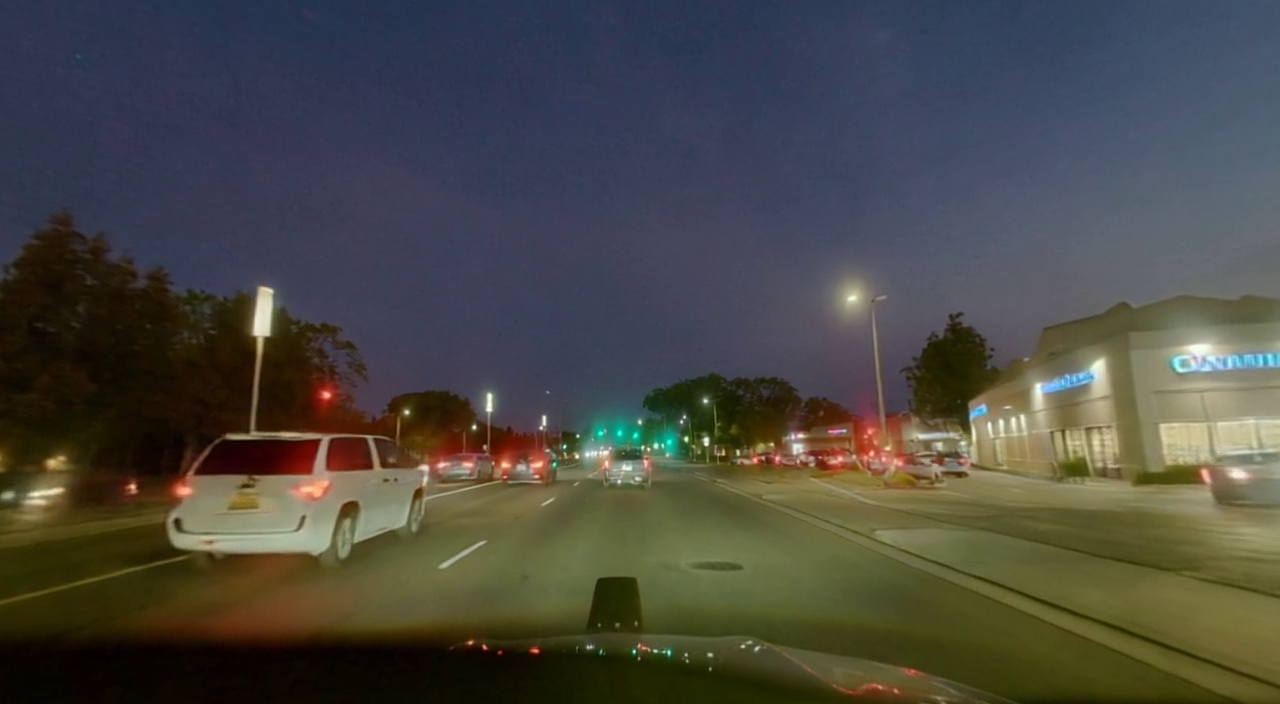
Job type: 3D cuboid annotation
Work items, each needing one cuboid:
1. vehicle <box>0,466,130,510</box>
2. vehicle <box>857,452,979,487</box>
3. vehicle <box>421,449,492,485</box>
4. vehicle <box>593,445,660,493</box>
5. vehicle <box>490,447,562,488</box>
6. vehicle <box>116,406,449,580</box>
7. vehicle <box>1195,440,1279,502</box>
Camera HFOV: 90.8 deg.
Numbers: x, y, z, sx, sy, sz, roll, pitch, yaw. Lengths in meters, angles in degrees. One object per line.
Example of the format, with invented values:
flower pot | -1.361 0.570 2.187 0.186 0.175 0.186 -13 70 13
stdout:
vehicle | -23.884 5.513 25.944 1.960 1.478 4.732 0 -9 -1
vehicle | 13.420 5.683 30.790 4.877 1.603 2.197 0 -9 3
vehicle | -8.170 5.156 28.564 2.009 1.470 4.179 0 -9 -1
vehicle | -0.458 3.932 21.535 2.061 1.469 3.954 0 -9 -2
vehicle | -4.483 4.599 25.588 1.973 1.456 4.850 0 -9 0
vehicle | -4.432 1.820 8.908 2.096 1.807 4.413 0 -9 0
vehicle | 17.242 3.262 17.614 4.619 1.523 1.873 8 -11 -40
